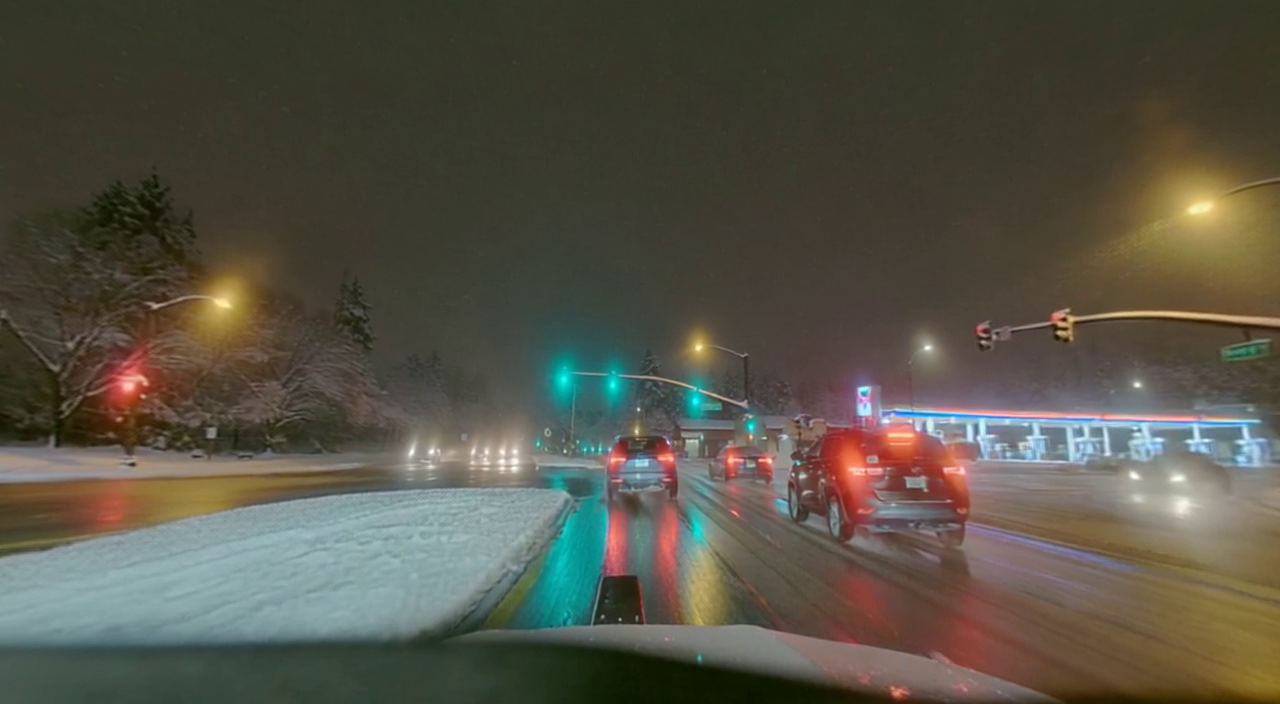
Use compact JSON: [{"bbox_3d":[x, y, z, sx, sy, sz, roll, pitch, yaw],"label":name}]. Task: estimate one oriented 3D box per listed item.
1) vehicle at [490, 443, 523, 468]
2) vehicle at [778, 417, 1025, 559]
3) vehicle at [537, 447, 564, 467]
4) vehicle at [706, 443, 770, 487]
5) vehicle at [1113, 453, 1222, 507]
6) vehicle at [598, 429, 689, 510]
[{"bbox_3d":[-9.830,7.646,46.755,1.992,1.755,4.283,1,-9,-7],"label":"vehicle"},{"bbox_3d":[3.745,2.009,10.022,2.000,1.745,4.206,0,-8,-2],"label":"vehicle"},{"bbox_3d":[-6.993,8.146,48.999,1.987,1.505,4.337,1,-9,-9],"label":"vehicle"},{"bbox_3d":[3.780,4.391,24.778,1.800,1.592,3.658,0,-9,-2],"label":"vehicle"},{"bbox_3d":[16.760,4.008,20.235,2.057,1.473,4.462,-5,-10,33],"label":"vehicle"},{"bbox_3d":[0.040,2.937,16.218,2.051,1.798,4.168,0,-8,-1],"label":"vehicle"}]
